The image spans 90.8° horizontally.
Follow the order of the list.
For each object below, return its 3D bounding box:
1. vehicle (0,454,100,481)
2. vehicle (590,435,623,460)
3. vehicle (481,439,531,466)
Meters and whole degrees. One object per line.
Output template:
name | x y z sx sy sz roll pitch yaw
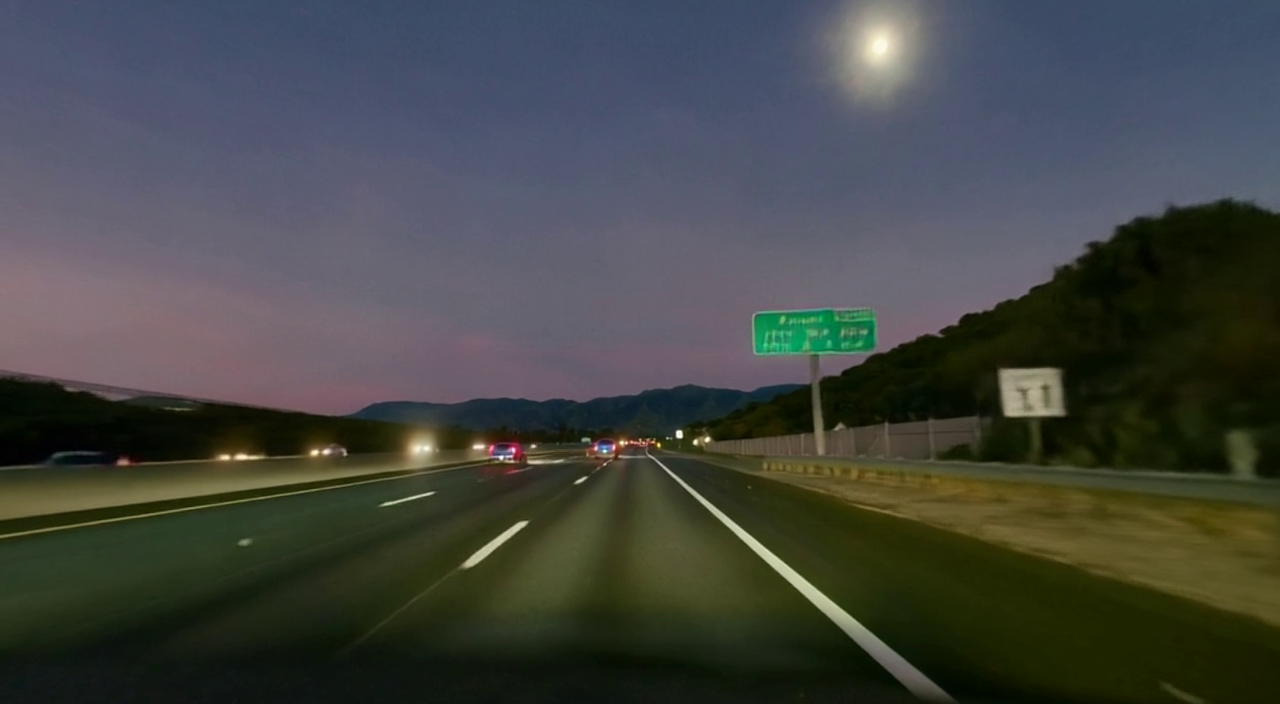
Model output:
vehicle | -33.021 6.395 35.296 1.845 1.331 4.385 1 -9 -1
vehicle | -2.421 7.032 46.653 2.029 1.753 4.718 0 -8 1
vehicle | -7.730 5.856 36.981 1.930 1.508 4.567 0 -8 0
